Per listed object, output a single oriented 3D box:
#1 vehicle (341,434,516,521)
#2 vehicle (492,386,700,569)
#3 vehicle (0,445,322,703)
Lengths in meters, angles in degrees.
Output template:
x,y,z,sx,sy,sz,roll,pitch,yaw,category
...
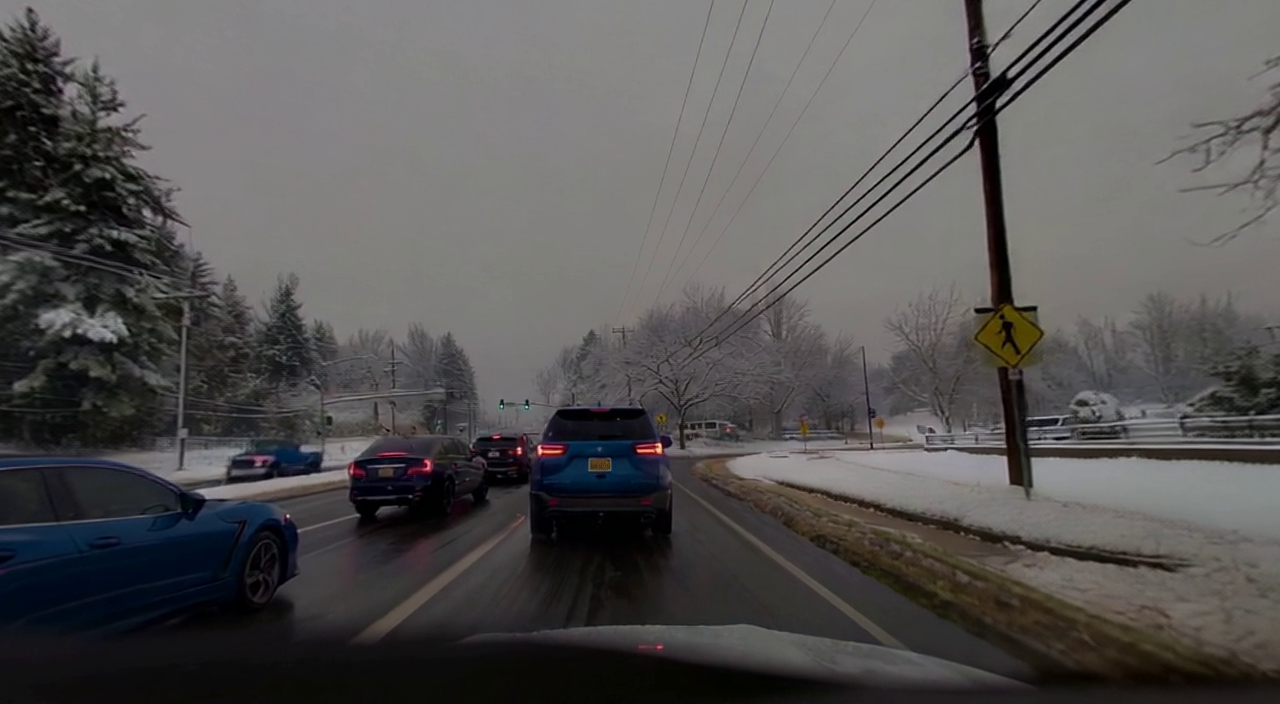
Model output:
x,y,z,sx,sy,sz,roll,pitch,yaw,category
-4.077,2.486,13.120,2.087,1.485,4.452,0,-8,0,vehicle
-0.450,1.504,8.154,2.012,1.769,3.897,0,-8,-1,vehicle
-3.743,1.150,3.274,1.865,1.314,4.461,0,-8,0,vehicle
